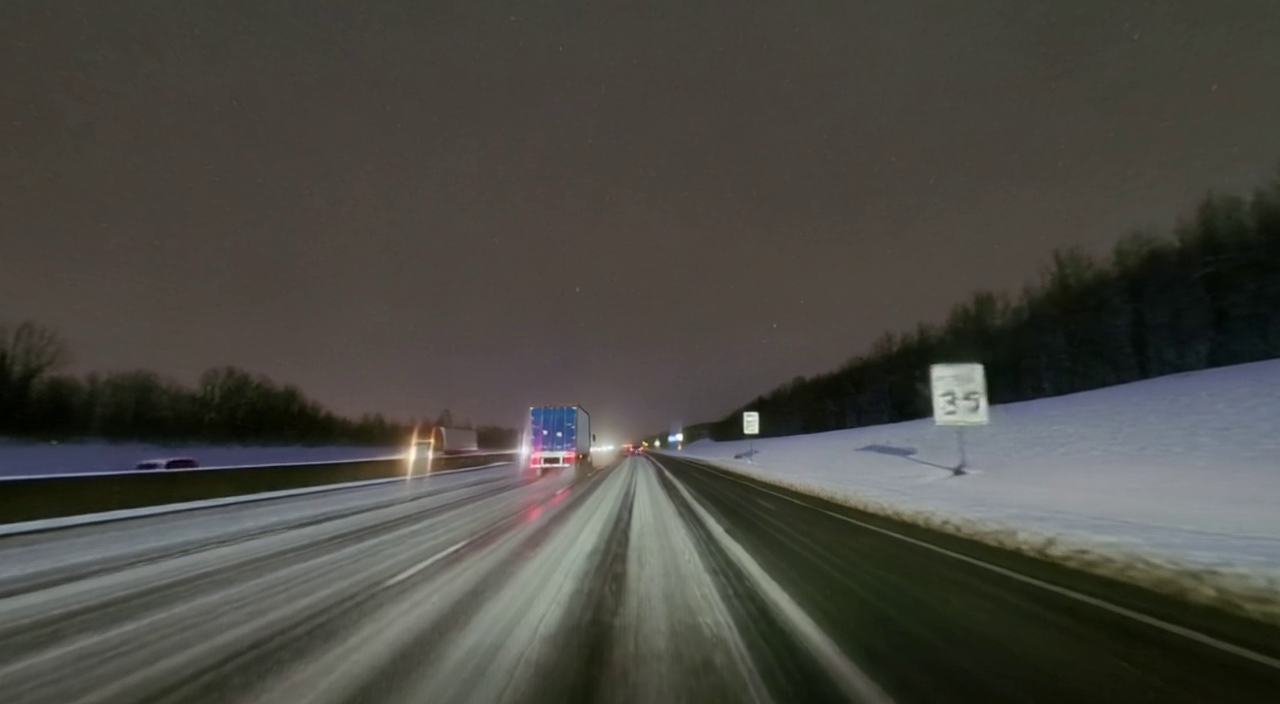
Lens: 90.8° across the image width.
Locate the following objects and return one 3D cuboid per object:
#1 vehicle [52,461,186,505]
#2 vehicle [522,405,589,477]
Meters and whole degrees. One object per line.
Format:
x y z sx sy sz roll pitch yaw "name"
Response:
-19.899 4.987 24.355 1.712 1.416 3.996 0 -9 1 "vehicle"
-4.442 4.931 34.719 2.707 3.461 7.191 0 -9 0 "vehicle"
